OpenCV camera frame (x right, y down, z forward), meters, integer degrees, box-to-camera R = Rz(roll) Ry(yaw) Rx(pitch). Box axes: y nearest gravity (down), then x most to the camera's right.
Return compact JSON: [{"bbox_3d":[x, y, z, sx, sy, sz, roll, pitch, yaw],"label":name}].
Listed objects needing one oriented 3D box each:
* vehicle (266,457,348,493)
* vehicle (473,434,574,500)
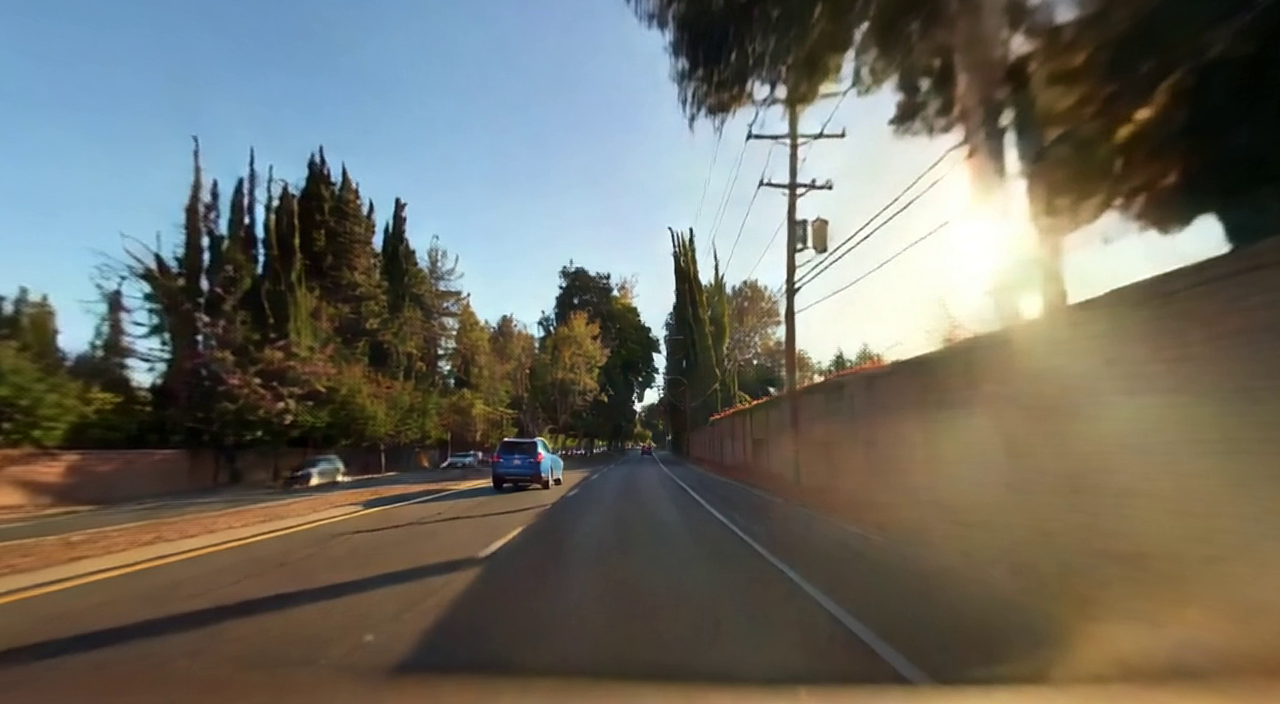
[{"bbox_3d":[-16.041,5.913,30.548,1.766,1.554,3.887,0,-9,1],"label":"vehicle"},{"bbox_3d":[-3.373,3.424,19.173,2.147,1.730,4.555,0,-9,1],"label":"vehicle"}]
